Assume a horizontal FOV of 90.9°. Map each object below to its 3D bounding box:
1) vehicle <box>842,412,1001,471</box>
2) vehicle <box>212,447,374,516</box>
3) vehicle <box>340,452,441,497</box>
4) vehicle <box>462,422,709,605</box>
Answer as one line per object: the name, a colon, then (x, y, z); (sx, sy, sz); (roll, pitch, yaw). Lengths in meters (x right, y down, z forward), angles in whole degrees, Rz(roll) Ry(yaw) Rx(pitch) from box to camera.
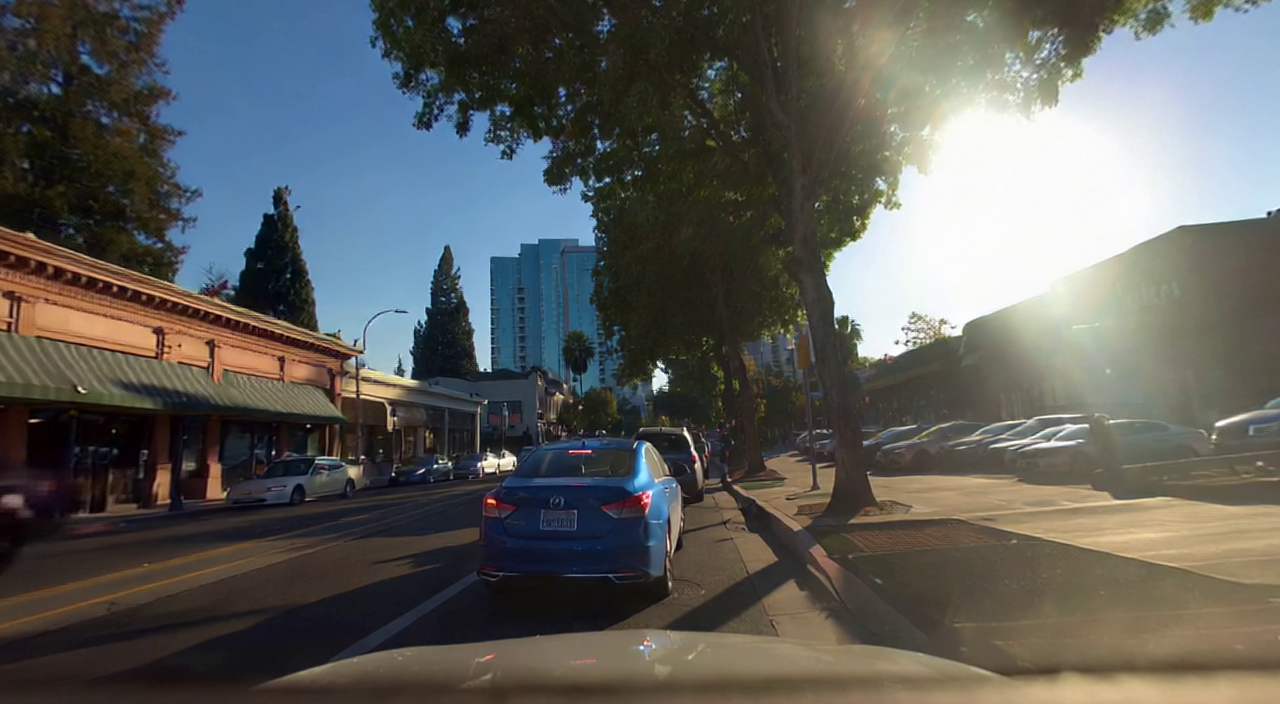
vehicle: (9.016, 2.833, 20.221); (4.558, 1.528, 1.915); (0, -8, -23)
vehicle: (-11.009, 4.069, 20.589); (2.081, 1.718, 5.342); (-6, -9, 3)
vehicle: (-10.259, 5.033, 26.280); (1.826, 1.432, 4.556); (-7, -9, 8)
vehicle: (-0.277, 1.634, 7.289); (1.939, 1.478, 3.922); (-2, -8, 9)
